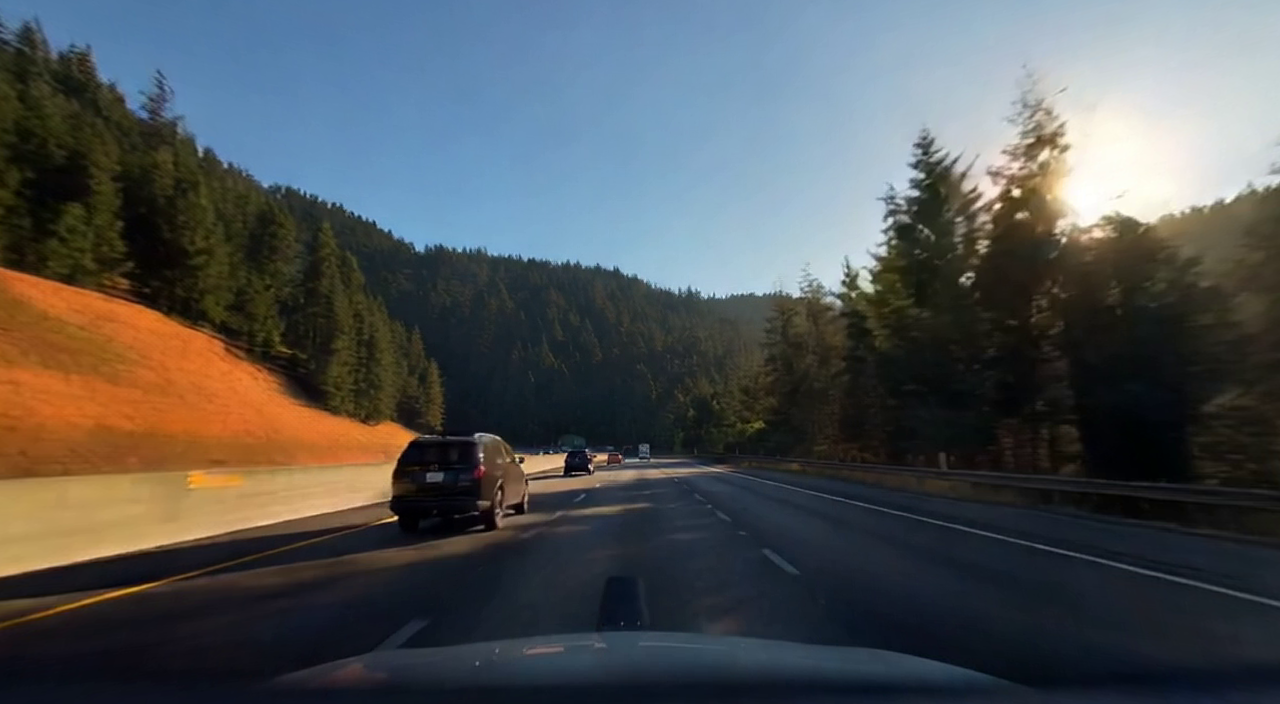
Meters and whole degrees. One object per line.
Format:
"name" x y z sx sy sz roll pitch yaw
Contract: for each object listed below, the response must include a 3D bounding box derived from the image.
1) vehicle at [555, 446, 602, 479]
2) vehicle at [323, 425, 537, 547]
"vehicle" -3.026 5.548 31.877 1.944 1.548 4.051 0 -9 0
"vehicle" -3.348 2.257 11.272 2.147 1.708 4.630 0 -9 1
